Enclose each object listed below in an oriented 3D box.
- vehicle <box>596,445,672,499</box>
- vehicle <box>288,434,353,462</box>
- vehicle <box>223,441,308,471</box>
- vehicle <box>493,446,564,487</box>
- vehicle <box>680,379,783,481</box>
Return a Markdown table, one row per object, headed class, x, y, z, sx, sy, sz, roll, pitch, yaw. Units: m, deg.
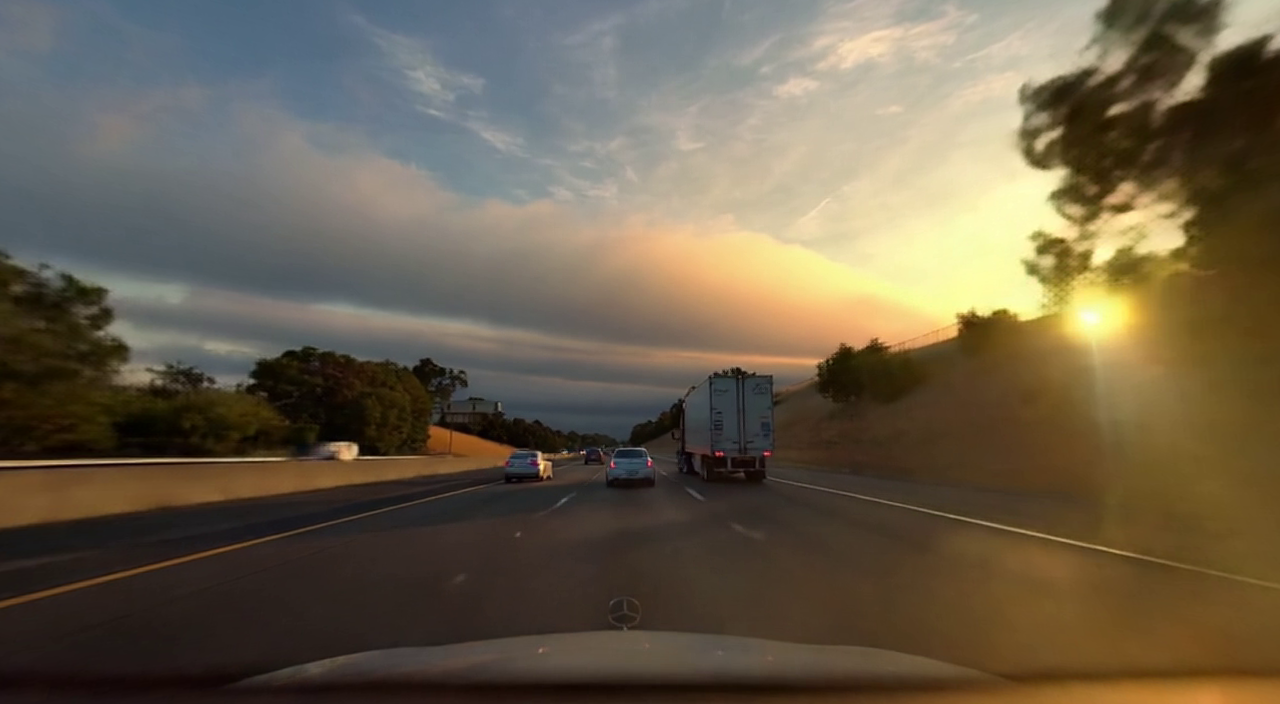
| class | x | y | z | sx | sy | sz | roll | pitch | yaw |
| --- | --- | --- | --- | --- | --- | --- | --- | --- | --- |
| vehicle | -0.187 | 3.537 | 18.955 | 2.023 | 1.400 | 4.028 | 0 | -9 | -1 |
| vehicle | -20.538 | 6.200 | 40.739 | 1.924 | 1.685 | 4.356 | 0 | -9 | -1 |
| vehicle | -20.527 | 5.720 | 34.785 | 1.864 | 1.501 | 4.593 | 0 | -9 | 0 |
| vehicle | -4.292 | 4.488 | 24.969 | 2.017 | 1.460 | 4.382 | 0 | -9 | 0 |
| vehicle | 4.144 | 4.263 | 32.670 | 2.905 | 4.109 | 14.332 | 0 | -9 | -1 |
